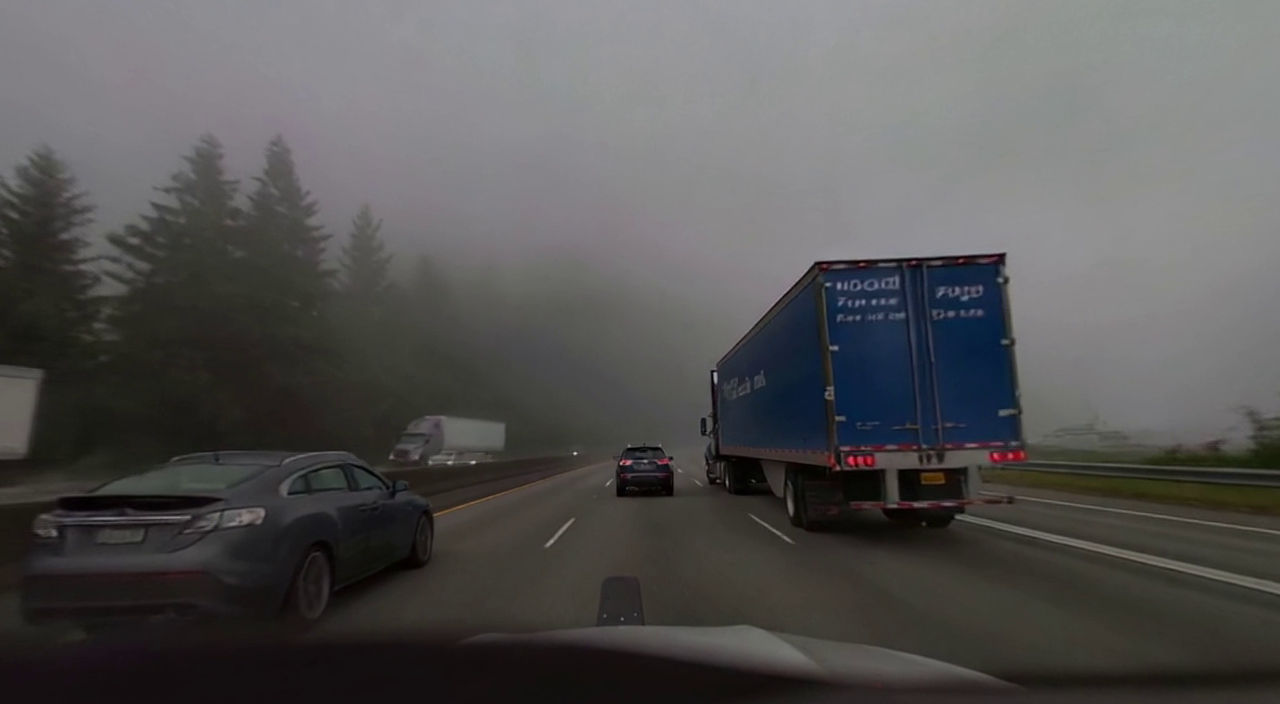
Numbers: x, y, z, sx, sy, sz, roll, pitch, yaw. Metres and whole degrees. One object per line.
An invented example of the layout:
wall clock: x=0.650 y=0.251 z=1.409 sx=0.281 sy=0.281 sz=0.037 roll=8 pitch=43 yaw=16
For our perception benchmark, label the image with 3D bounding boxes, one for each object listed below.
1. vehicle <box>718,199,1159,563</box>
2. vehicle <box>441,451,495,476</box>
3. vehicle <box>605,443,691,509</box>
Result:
vehicle: x=4.024 y=1.325 z=13.782 sx=2.960 sy=4.018 sz=13.834 roll=0 pitch=-9 yaw=0
vehicle: x=-10.801 y=7.030 z=39.892 sx=1.979 sy=1.472 sz=4.465 roll=-1 pitch=-9 yaw=2
vehicle: x=0.180 y=3.323 z=17.339 sx=2.039 sy=1.532 sz=4.610 roll=0 pitch=-9 yaw=0
